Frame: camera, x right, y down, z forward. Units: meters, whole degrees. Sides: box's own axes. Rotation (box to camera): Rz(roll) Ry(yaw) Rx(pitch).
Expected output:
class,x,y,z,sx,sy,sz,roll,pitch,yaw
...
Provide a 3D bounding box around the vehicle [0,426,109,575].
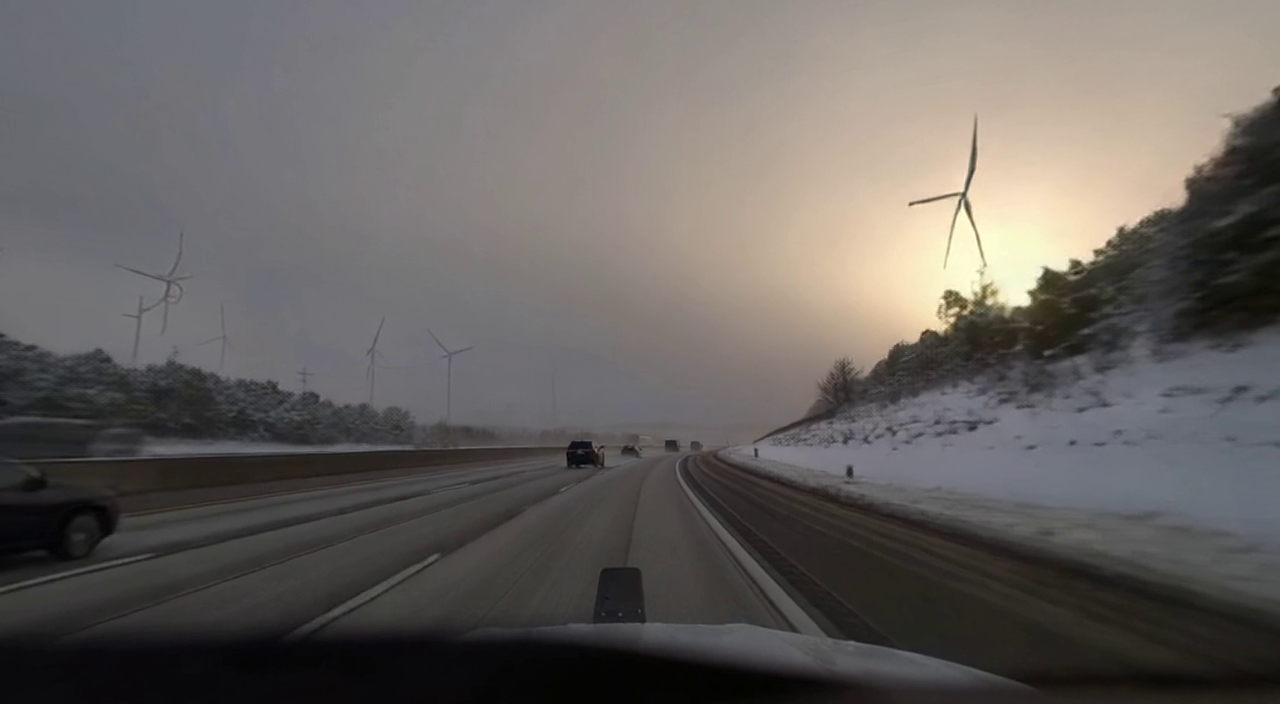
class,x,y,z,sx,sy,sz,roll,pitch,yaw
vehicle,-7.694,1.382,5.443,2.015,1.537,4.728,0,-9,1

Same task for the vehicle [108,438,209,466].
class,x,y,z,sx,sy,sz,roll,pitch,yaw
vehicle,-28.188,5.862,37.098,1.872,1.541,4.980,0,-9,2

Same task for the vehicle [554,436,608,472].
class,x,y,z,sx,sy,sz,roll,pitch,yaw
vehicle,-2.934,5.202,32.348,2.118,1.702,4.355,0,-8,3
